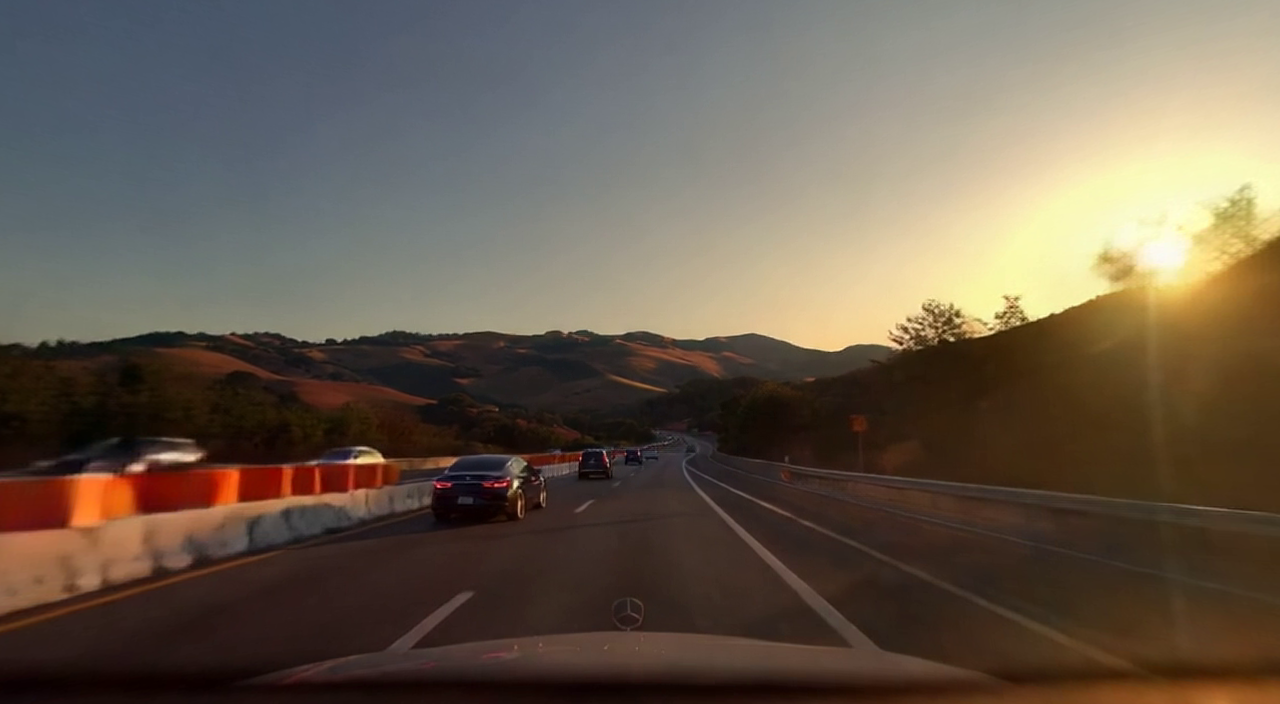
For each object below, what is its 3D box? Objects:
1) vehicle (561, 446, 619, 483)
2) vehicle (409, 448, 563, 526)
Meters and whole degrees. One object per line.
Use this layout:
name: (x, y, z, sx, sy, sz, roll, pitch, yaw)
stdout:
vehicle: (-2.108, 4.924, 27.694, 2.094, 1.480, 4.124, 0, -9, 2)
vehicle: (-2.913, 2.655, 12.931, 2.061, 1.330, 3.928, 0, -9, 2)
